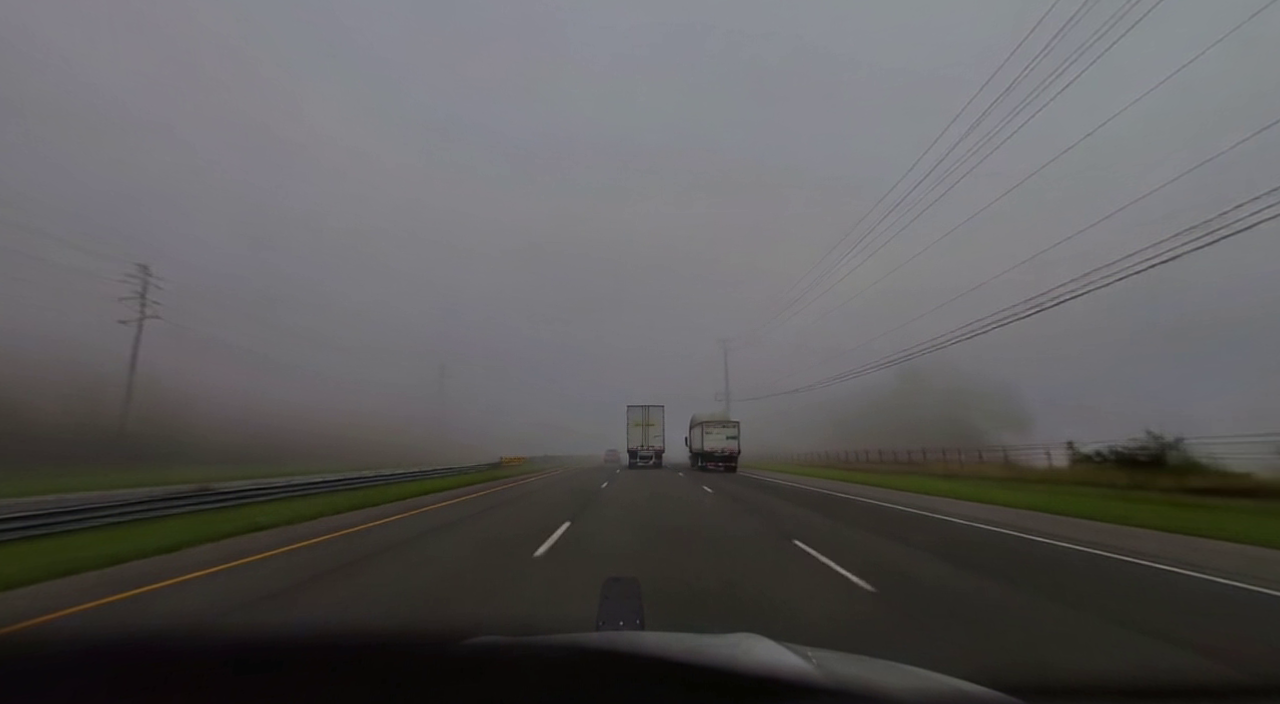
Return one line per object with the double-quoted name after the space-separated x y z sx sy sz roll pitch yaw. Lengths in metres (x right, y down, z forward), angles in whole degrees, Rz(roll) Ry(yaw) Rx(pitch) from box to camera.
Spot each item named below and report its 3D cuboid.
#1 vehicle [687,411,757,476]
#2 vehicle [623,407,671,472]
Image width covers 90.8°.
4.647 5.498 37.557 2.938 3.378 8.820 0 -9 0 "vehicle"
0.535 6.584 46.543 2.997 4.076 13.224 0 -9 1 "vehicle"
